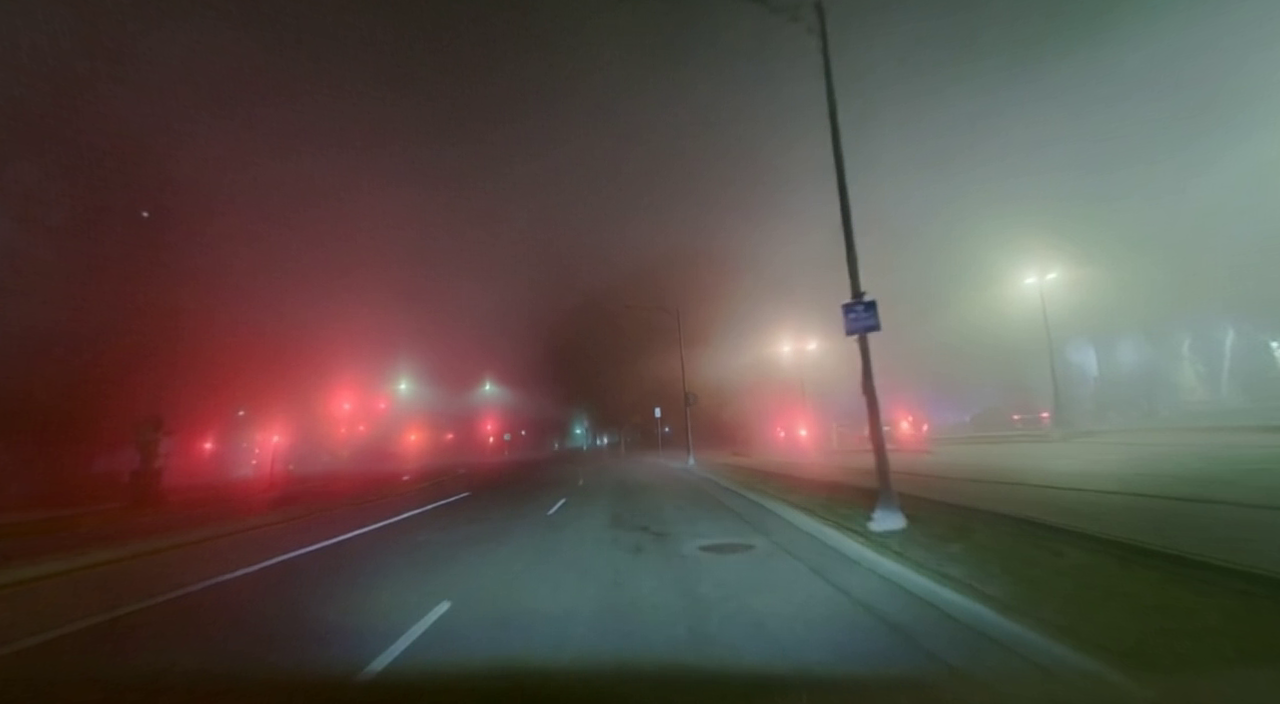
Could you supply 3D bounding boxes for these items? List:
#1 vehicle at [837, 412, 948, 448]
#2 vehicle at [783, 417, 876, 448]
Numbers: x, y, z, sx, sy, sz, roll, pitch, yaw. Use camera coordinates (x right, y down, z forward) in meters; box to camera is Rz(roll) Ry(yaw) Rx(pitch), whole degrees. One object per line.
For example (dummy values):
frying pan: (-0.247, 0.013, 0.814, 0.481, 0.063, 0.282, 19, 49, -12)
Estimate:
vehicle: (11.727, 3.667, 29.516, 4.332, 1.581, 2.028, 1, -8, -11)
vehicle: (10.403, 4.453, 34.809, 4.400, 1.584, 1.964, 2, -9, -12)
